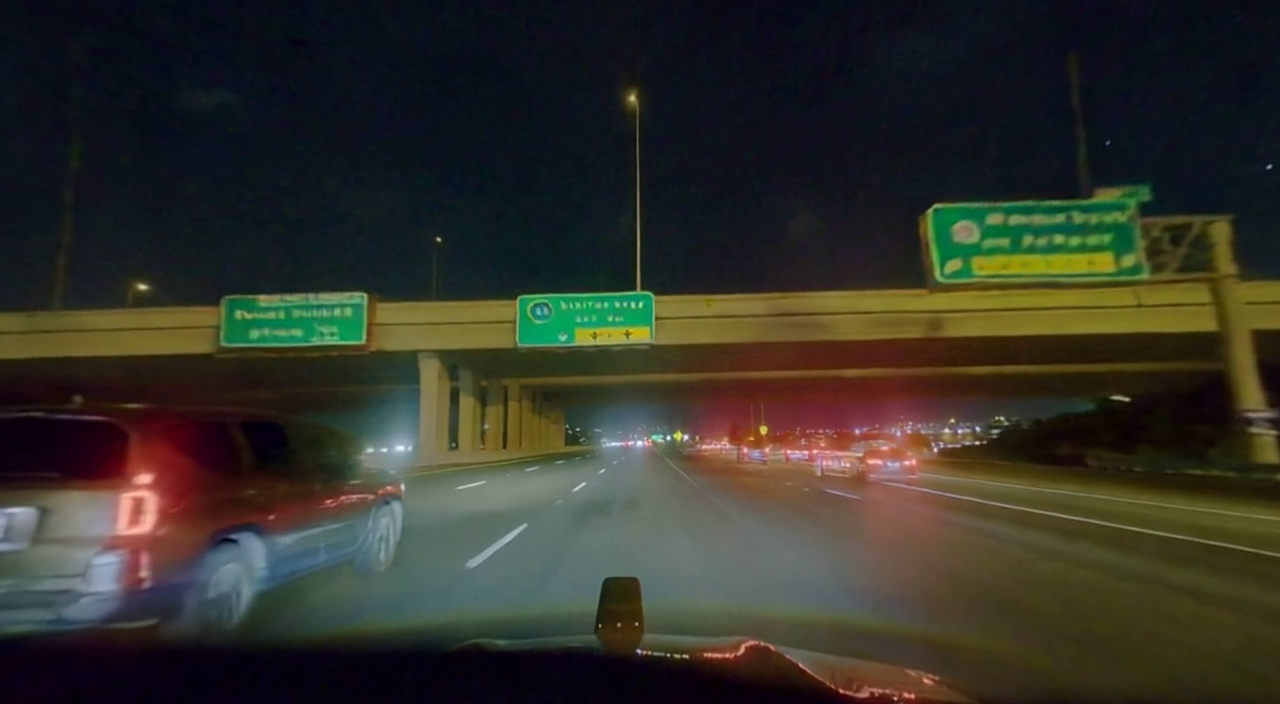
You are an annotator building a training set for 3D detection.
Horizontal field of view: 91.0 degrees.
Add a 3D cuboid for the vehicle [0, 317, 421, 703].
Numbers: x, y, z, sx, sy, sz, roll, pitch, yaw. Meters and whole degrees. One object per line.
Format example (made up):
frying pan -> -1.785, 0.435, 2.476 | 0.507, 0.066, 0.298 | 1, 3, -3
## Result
vehicle -> -3.319, 0.998, 3.867 | 2.203, 1.734, 4.600 | 0, -9, 1
